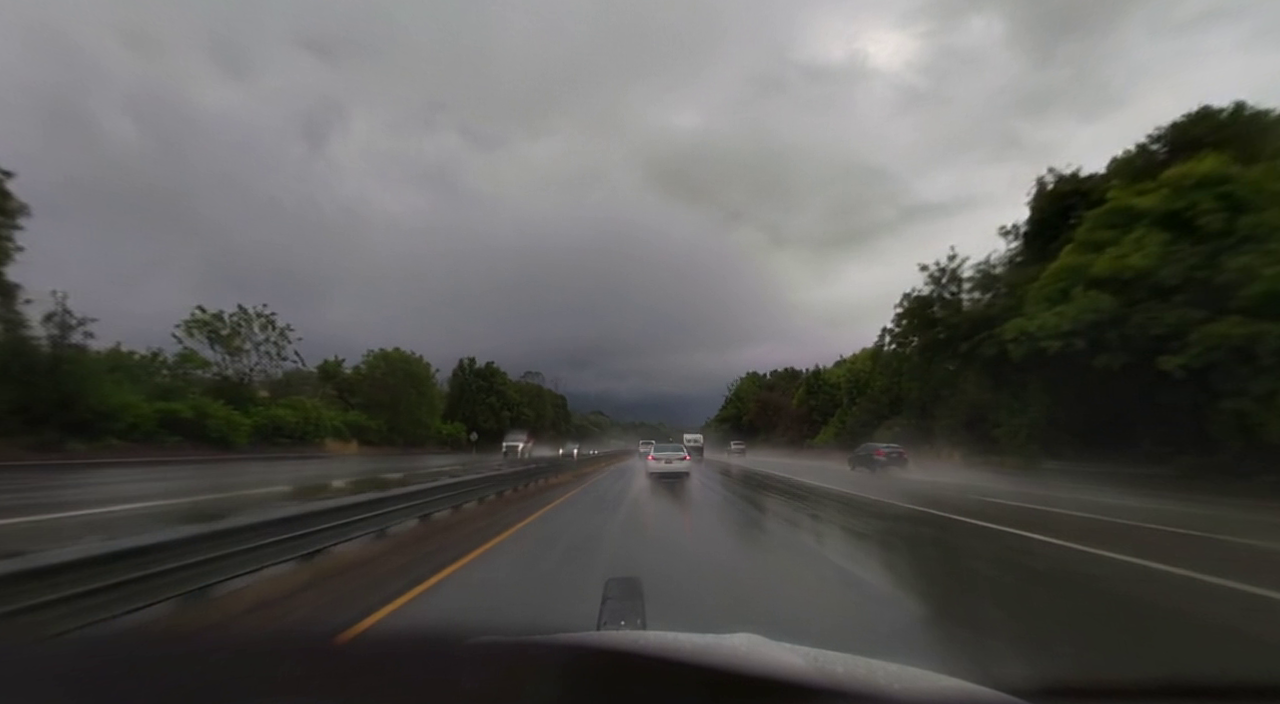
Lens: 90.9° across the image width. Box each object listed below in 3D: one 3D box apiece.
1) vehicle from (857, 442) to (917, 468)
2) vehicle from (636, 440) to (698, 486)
[{"bbox_3d":[14.863,6.233,38.108,1.926,1.483,3.528,0,-9,-4],"label":"vehicle"},{"bbox_3d":[0.888,3.968,22.849,2.053,1.483,4.185,0,-9,0],"label":"vehicle"}]
